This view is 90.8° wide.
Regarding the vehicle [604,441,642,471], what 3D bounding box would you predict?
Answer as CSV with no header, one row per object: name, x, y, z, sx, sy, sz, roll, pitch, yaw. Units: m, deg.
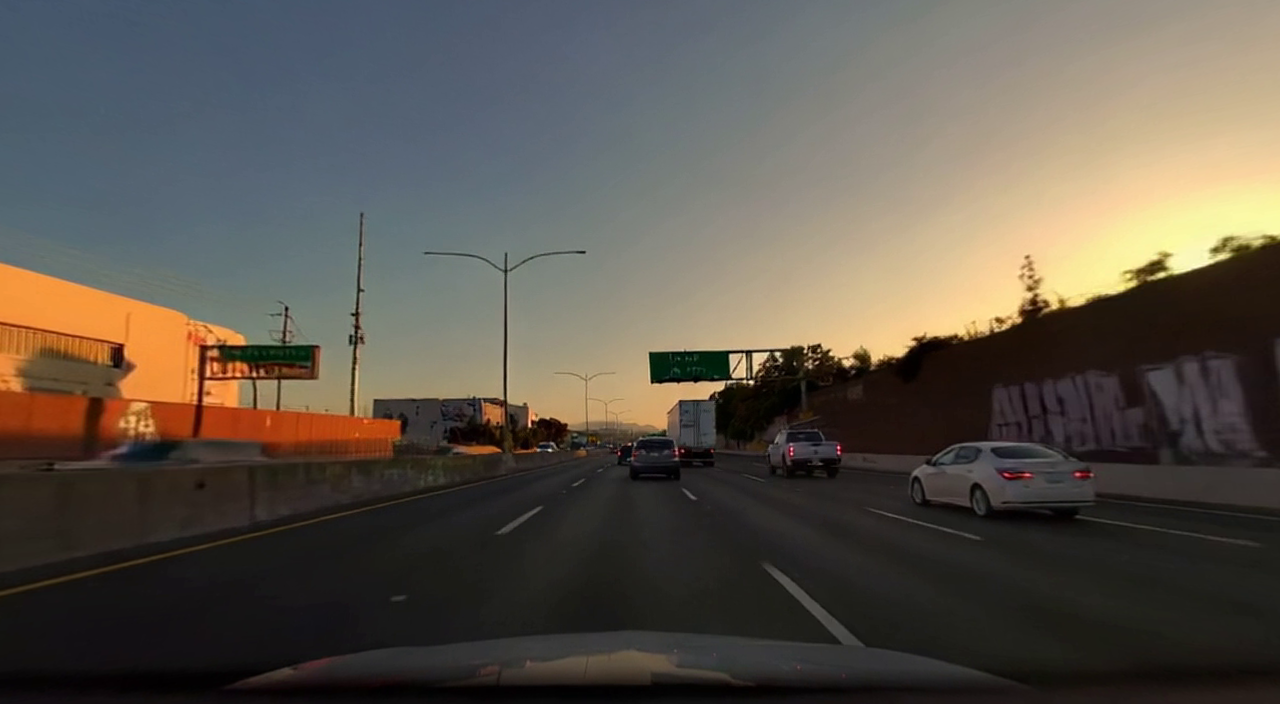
vehicle,-0.963,5.938,36.250,2.073,1.640,3.990,0,-9,-1

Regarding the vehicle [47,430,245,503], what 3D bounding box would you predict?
vehicle,-10.549,2.458,13.843,1.610,1.395,3.344,0,-9,-1

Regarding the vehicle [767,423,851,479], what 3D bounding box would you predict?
vehicle,7.832,4.683,30.094,2.322,2.360,6.433,0,-9,1

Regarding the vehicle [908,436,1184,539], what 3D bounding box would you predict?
vehicle,6.963,2.345,11.650,1.915,1.476,4.677,0,-9,-1

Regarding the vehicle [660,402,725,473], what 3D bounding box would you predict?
vehicle,3.038,5.461,39.821,2.976,3.806,10.591,0,-9,-1

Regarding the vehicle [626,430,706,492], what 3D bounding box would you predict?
vehicle,0.729,3.666,21.605,2.249,1.843,5.176,0,-9,-3

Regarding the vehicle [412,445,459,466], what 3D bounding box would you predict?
vehicle,-14.330,7.249,44.505,2.065,1.401,3.497,0,-9,1
